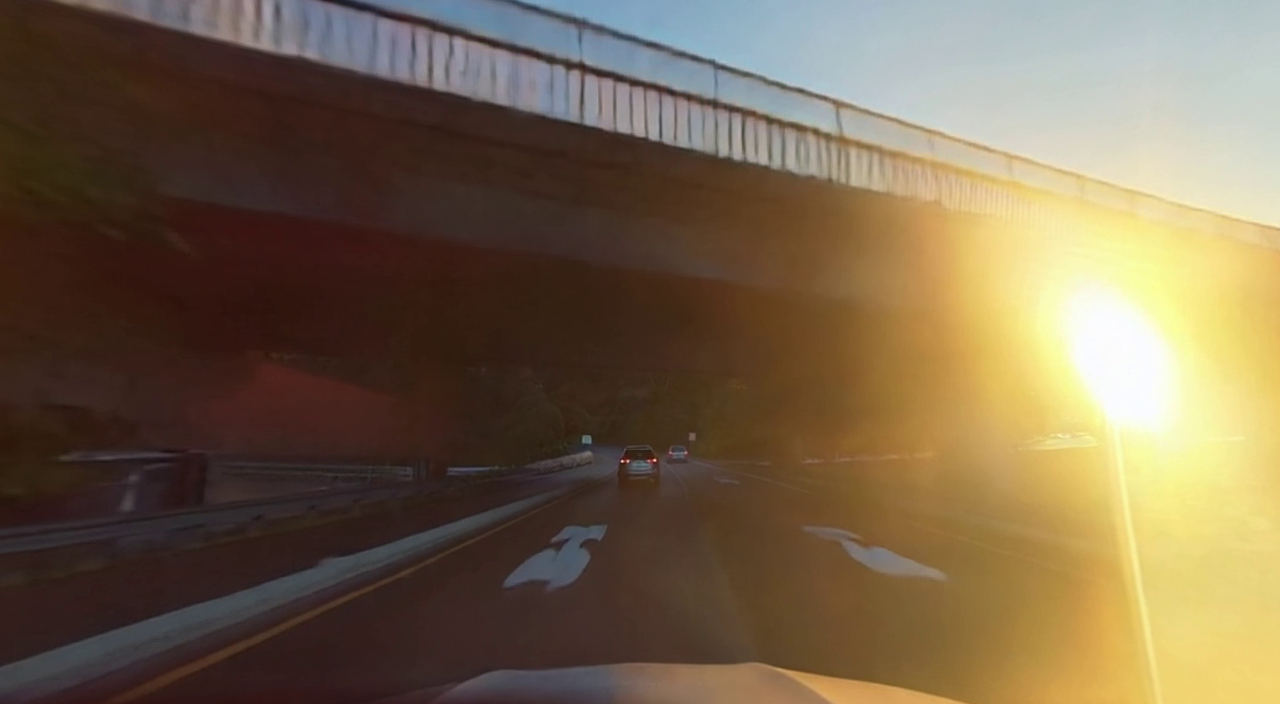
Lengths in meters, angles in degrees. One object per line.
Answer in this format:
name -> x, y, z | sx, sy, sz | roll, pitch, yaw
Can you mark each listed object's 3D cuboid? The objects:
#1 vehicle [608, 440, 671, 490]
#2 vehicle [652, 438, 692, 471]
vehicle -> 0.031, 3.993, 22.483 | 2.037, 1.601, 3.643 | 0, -9, 2
vehicle -> 2.011, 6.662, 41.186 | 2.273, 2.010, 4.396 | 0, -9, -2
